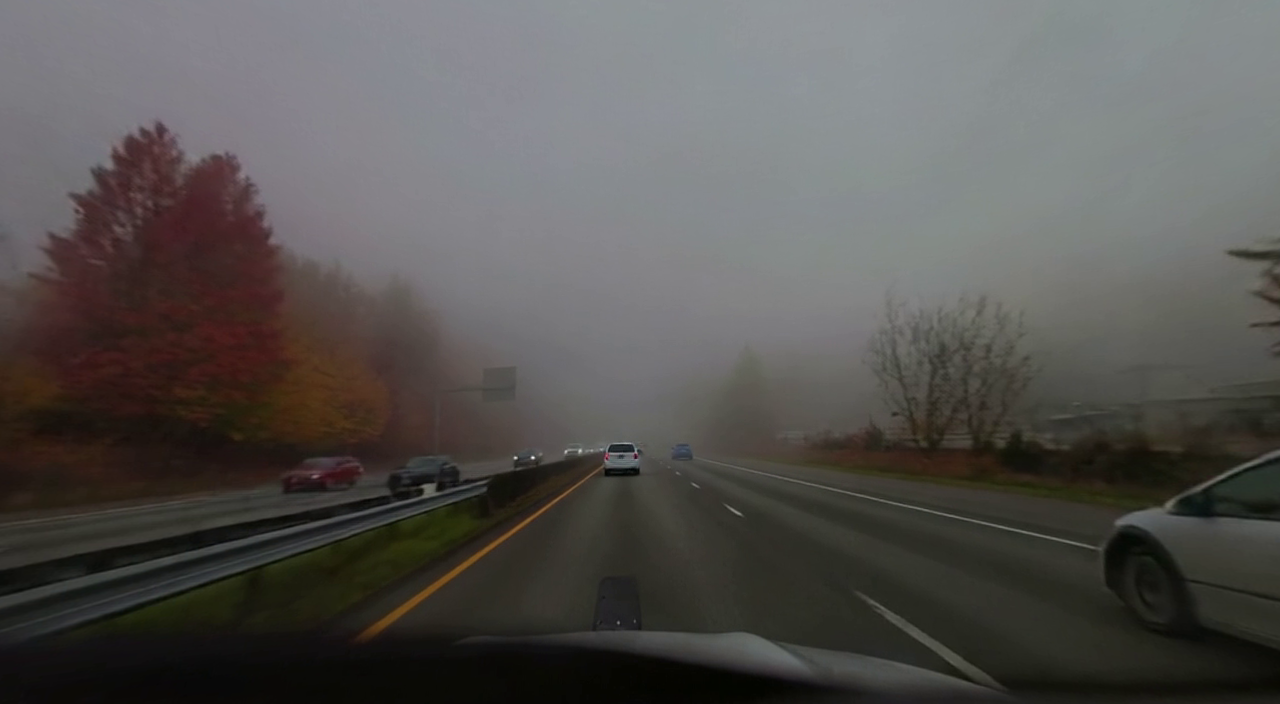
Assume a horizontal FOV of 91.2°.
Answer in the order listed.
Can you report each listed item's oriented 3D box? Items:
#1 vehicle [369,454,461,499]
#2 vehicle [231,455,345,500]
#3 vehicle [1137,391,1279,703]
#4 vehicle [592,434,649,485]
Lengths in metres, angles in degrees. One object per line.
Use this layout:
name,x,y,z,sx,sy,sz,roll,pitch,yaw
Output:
vehicle,-8.579,4.767,24.374,1.950,1.479,4.517,0,-9,0
vehicle,-13.716,4.867,24.778,1.940,1.529,4.496,0,-9,0
vehicle,3.939,0.720,1.507,1.843,1.505,4.339,0,-9,-1
vehicle,-0.664,3.965,23.340,1.937,1.699,3.936,0,-9,0
